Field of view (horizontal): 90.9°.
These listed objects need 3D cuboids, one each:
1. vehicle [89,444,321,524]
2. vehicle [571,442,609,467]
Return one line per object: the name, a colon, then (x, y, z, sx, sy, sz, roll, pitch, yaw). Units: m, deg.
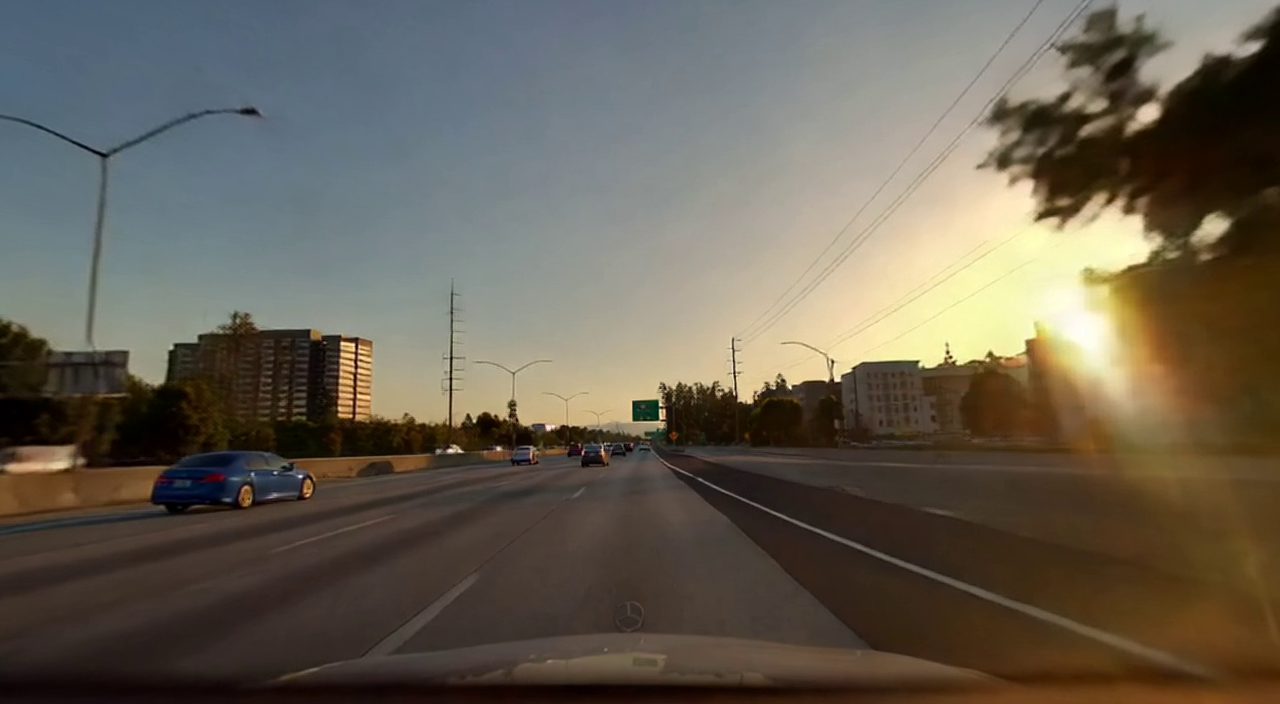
vehicle: (-9.894, 2.981, 14.985, 2.002, 1.526, 4.822, -1, -8, 1)
vehicle: (-3.139, 6.543, 40.602, 2.050, 1.479, 4.342, -1, -8, 1)
